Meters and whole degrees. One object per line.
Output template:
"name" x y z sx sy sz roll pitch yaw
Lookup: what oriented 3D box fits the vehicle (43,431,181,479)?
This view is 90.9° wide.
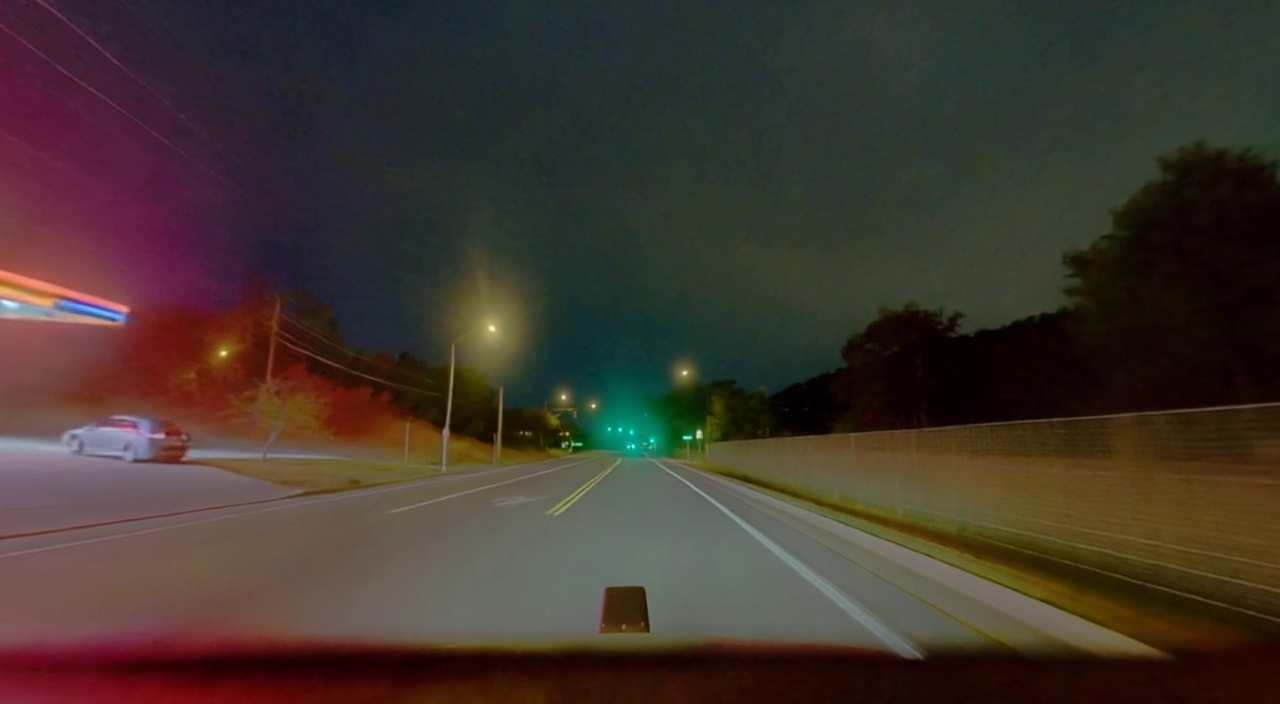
"vehicle" -18.302 3.580 22.147 1.885 1.490 4.474 2 -9 -15
